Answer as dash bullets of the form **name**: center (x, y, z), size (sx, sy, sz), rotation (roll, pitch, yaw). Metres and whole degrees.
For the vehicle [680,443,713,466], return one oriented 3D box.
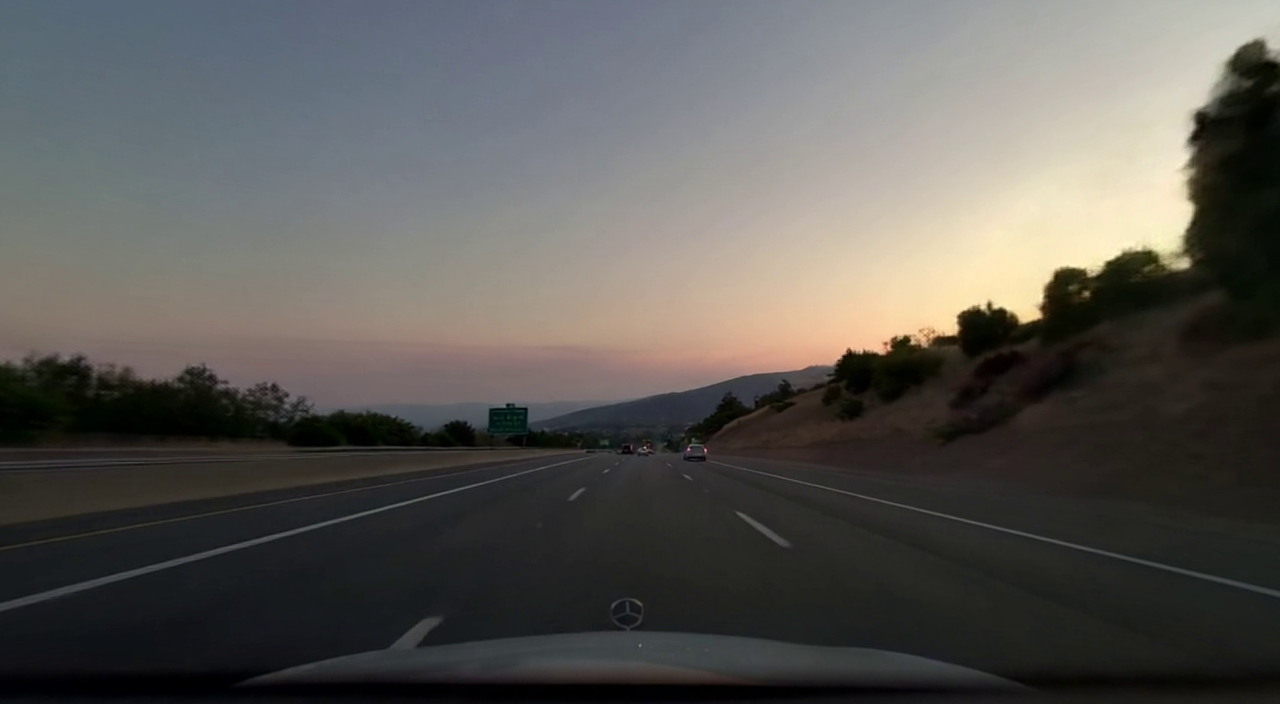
- **vehicle**: center (4.079, 7.419, 45.826), size (2.003, 1.520, 4.058), rotation (0, -8, 0)
